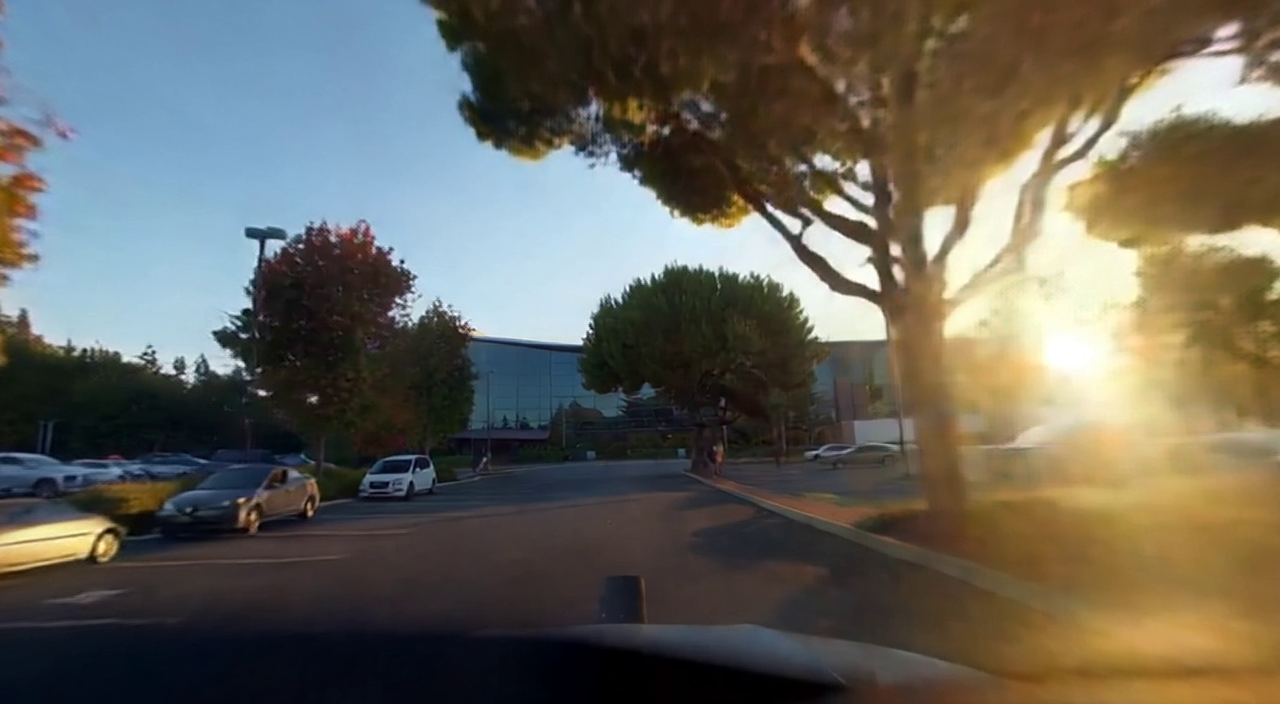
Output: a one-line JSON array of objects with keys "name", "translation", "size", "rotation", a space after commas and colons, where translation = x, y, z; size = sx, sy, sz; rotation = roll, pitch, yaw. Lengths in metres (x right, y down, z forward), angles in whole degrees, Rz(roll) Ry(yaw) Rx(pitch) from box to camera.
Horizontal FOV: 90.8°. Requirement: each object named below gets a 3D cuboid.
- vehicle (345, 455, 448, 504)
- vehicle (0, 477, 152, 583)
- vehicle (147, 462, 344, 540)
[{"name": "vehicle", "translation": [-9.800, 5.140, 25.945], "size": [2.360, 1.741, 4.912], "rotation": [0, -9, -2]}, {"name": "vehicle", "translation": [-9.549, 2.694, 9.313], "size": [1.938, 1.191, 3.630], "rotation": [-6, -7, -2]}, {"name": "vehicle", "translation": [-9.372, 3.533, 15.587], "size": [2.038, 1.525, 4.383], "rotation": [0, -9, 0]}]
